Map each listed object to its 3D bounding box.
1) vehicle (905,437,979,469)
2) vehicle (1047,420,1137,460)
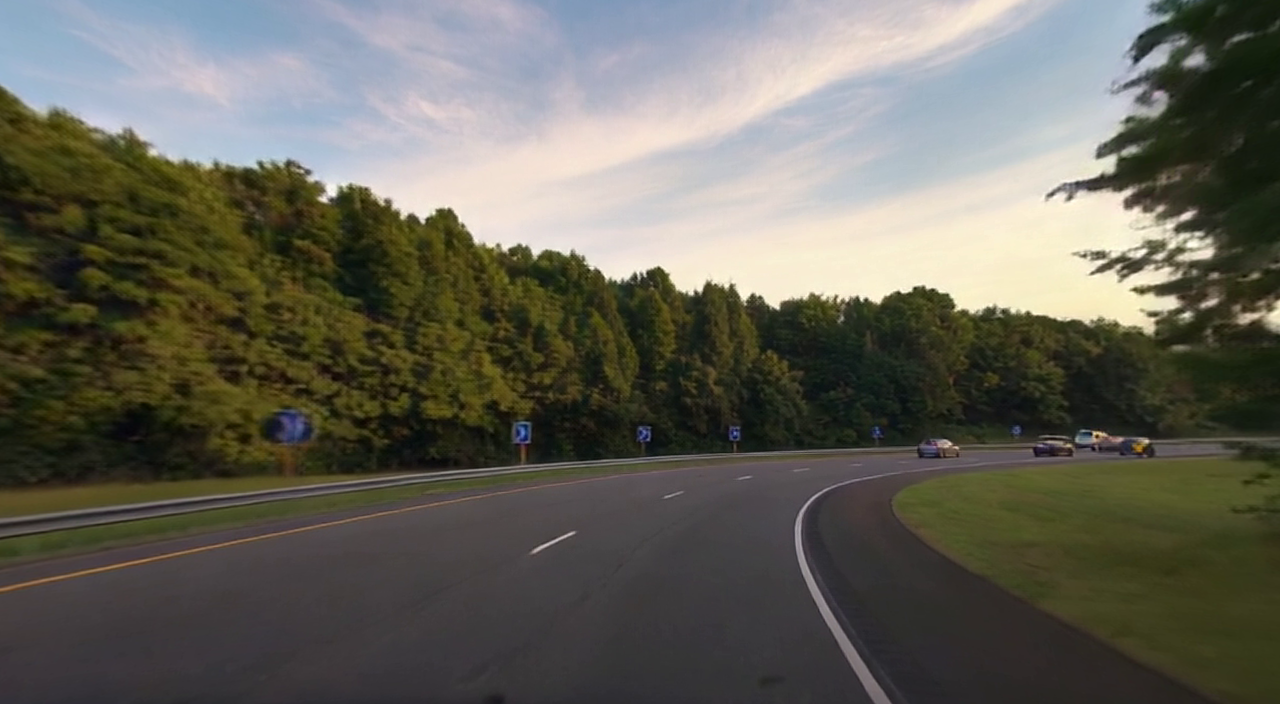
[{"bbox_3d":[17.013,5.677,35.435,4.325,1.674,2.221,8,-12,-42],"label":"vehicle"},{"bbox_3d":[33.663,6.590,46.896,5.981,2.823,2.498,4,-9,-23],"label":"vehicle"}]
